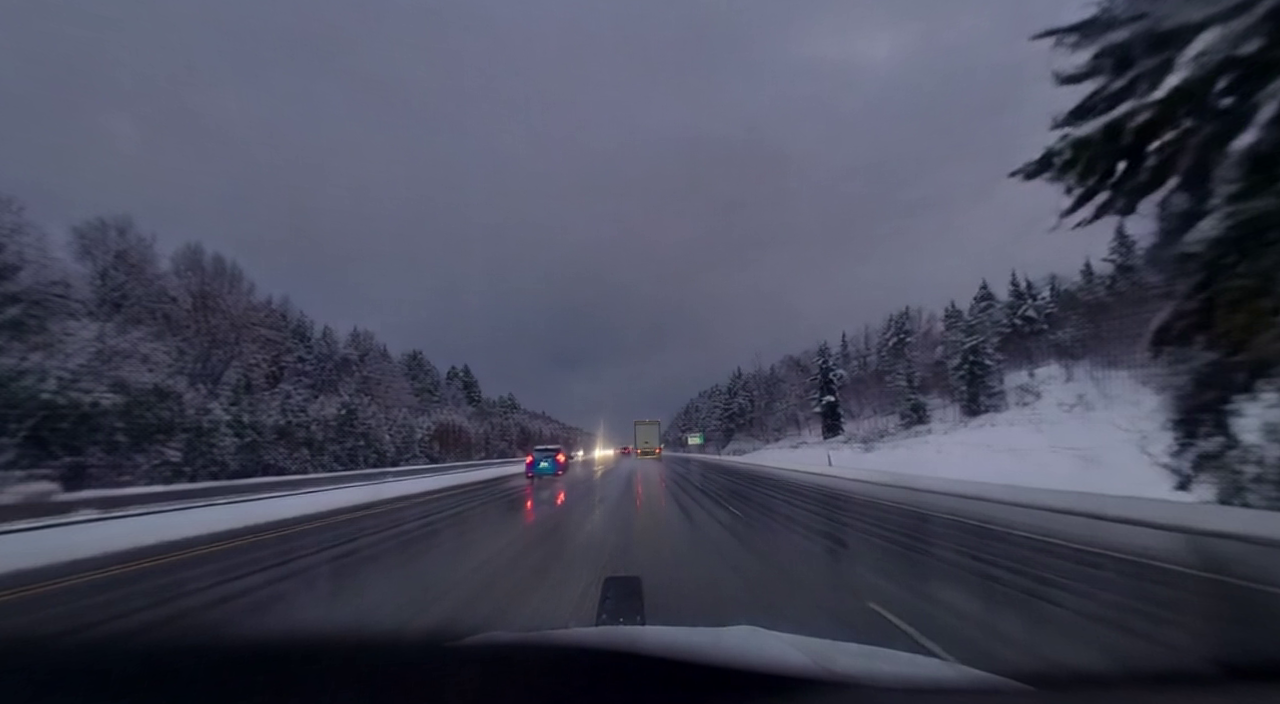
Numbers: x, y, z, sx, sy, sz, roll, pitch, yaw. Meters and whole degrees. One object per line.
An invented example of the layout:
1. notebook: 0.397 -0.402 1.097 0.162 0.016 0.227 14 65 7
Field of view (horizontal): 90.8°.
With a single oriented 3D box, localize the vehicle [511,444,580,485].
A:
1. vehicle: -3.893 4.737 26.847 1.999 1.533 4.870 -1 -9 2
